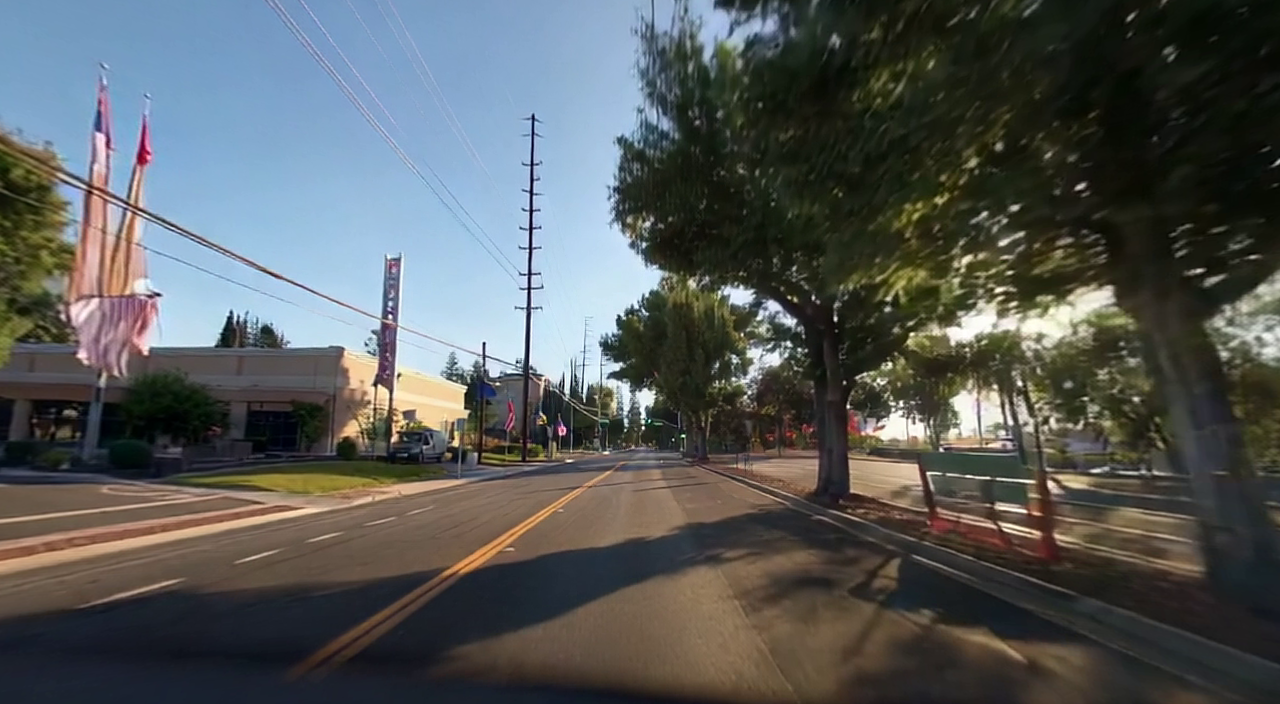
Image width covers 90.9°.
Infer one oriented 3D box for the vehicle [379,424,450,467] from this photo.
[{"bbox_3d":[-13.069,5.463,36.973,2.476,2.256,5.686,0,-8,-5],"label":"vehicle"}]
